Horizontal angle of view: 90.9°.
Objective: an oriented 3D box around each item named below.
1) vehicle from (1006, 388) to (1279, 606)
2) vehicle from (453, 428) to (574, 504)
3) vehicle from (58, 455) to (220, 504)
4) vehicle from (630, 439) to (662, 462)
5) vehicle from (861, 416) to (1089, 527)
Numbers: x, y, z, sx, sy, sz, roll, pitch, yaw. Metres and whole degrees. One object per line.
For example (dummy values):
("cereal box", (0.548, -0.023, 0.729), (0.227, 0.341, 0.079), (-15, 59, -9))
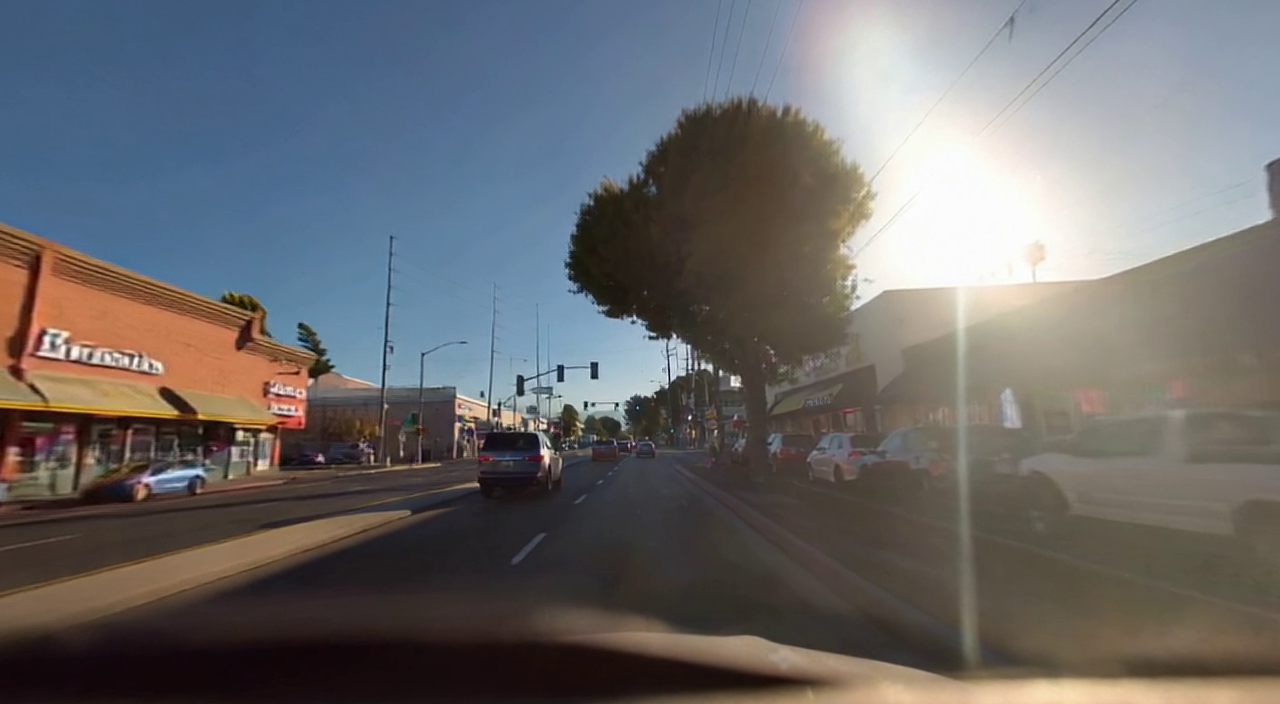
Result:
("vehicle", (6.534, 1.453, 6.824), (2.005, 1.858, 5.253), (0, -8, 1))
("vehicle", (-3.020, 2.832, 16.140), (2.049, 1.646, 4.445), (0, -8, 2))
("vehicle", (-17.321, 4.392, 22.163), (1.894, 1.458, 4.565), (0, -8, 0))
("vehicle", (0.375, 6.689, 42.840), (2.037, 1.484, 4.073), (0, -8, 0))
("vehicle", (6.471, 2.363, 13.044), (1.985, 1.835, 4.936), (0, -8, 0))
